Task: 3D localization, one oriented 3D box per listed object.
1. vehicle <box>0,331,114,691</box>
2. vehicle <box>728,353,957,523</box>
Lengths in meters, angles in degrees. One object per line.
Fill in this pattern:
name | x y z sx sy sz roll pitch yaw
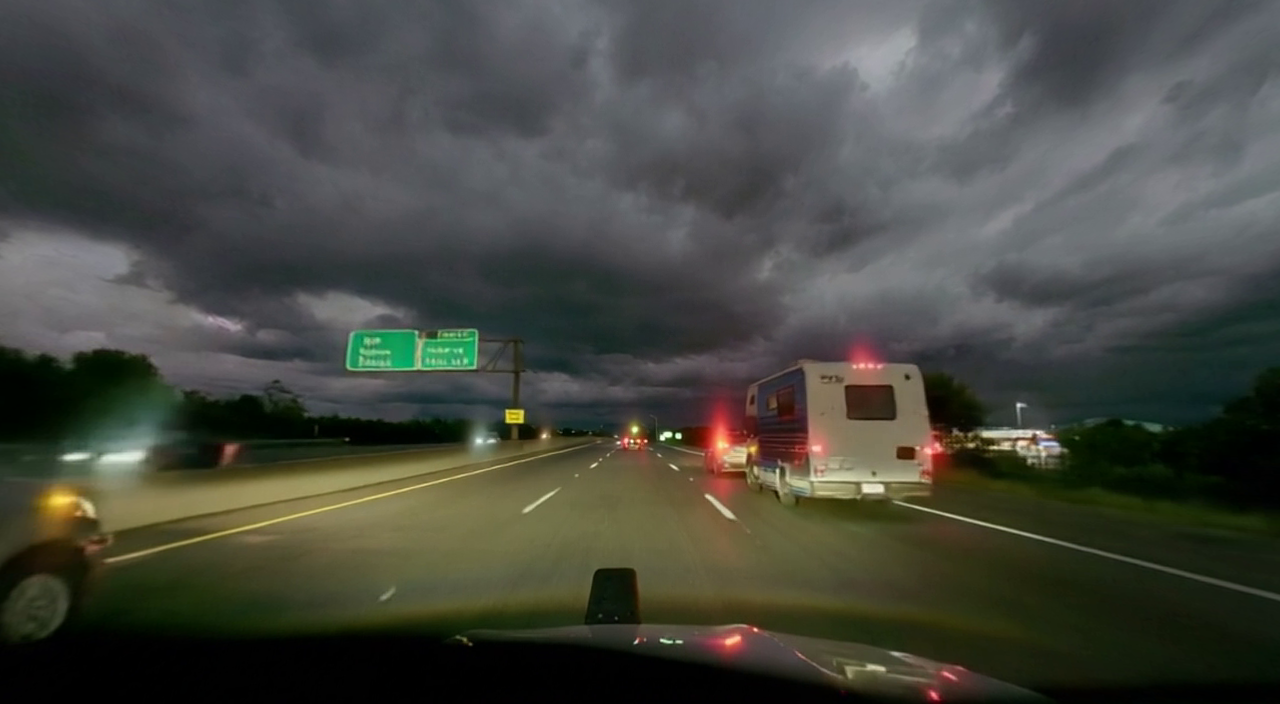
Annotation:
vehicle | -4.093 0.551 1.390 2.061 1.732 4.457 0 -8 -2
vehicle | 3.585 1.703 12.737 2.590 2.680 5.445 0 -8 -2
